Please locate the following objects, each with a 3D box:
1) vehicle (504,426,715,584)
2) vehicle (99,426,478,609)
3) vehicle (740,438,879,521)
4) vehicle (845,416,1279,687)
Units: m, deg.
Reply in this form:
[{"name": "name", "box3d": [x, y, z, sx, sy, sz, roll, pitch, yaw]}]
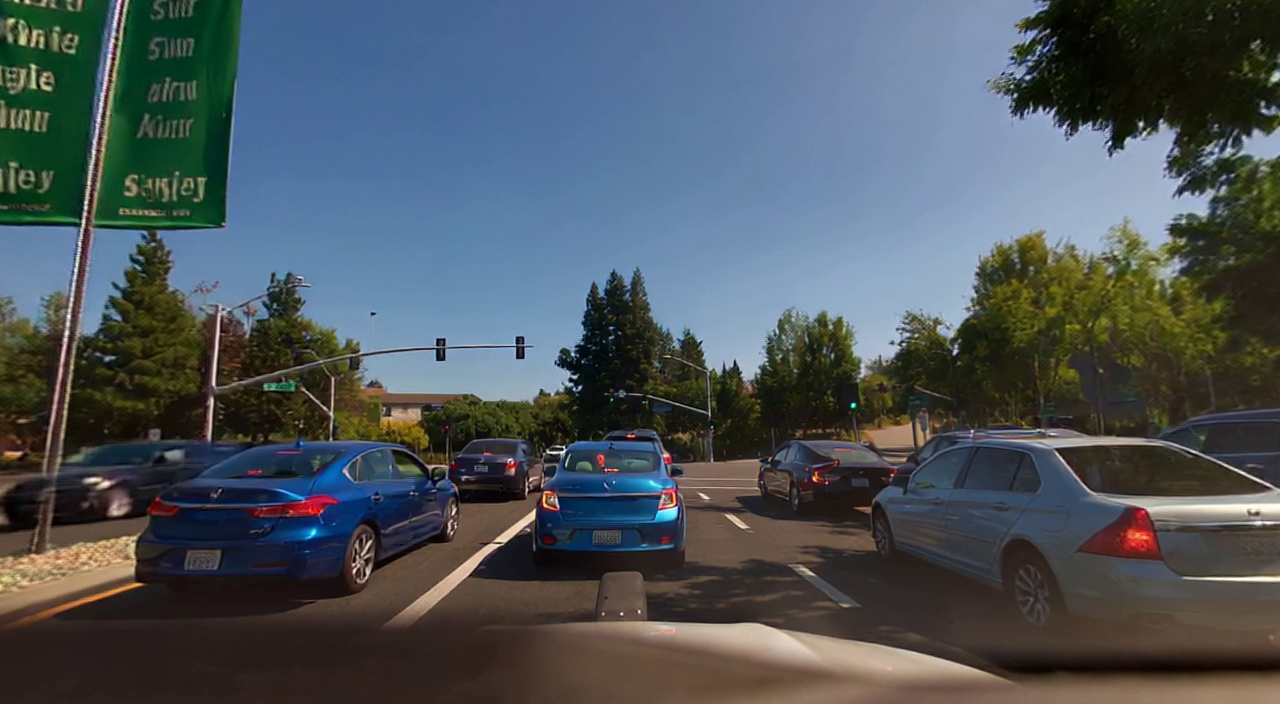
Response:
[{"name": "vehicle", "box3d": [-0.310, 1.732, 7.881, 1.994, 1.479, 3.647, 0, -9, -1]}, {"name": "vehicle", "box3d": [-3.372, 1.653, 7.224, 1.929, 1.457, 4.136, 0, -9, 0]}, {"name": "vehicle", "box3d": [3.397, 2.614, 13.492, 1.852, 1.498, 3.825, 0, -9, -1]}, {"name": "vehicle", "box3d": [3.607, 1.434, 5.769, 1.953, 1.471, 4.470, 0, -9, 0]}]
